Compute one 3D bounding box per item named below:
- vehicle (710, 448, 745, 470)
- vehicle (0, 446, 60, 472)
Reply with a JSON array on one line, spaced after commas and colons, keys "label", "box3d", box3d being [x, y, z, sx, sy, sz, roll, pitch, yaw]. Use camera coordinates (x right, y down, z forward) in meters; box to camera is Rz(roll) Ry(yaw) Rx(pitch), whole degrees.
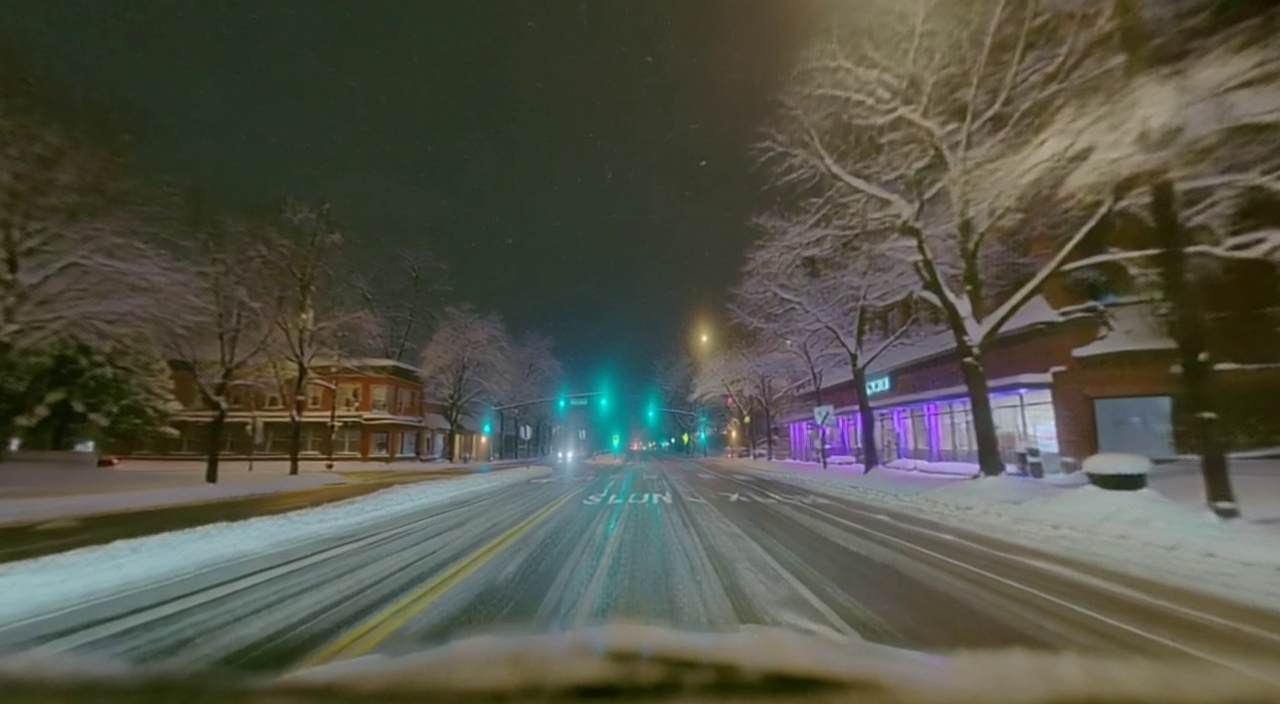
[{"label": "vehicle", "box3d": [6.461, 7.909, 46.808, 1.906, 1.523, 4.336, 0, -9, -1]}, {"label": "vehicle", "box3d": [-44.239, 7.485, 44.188, 4.973, 1.790, 1.987, 0, -8, -1]}]
